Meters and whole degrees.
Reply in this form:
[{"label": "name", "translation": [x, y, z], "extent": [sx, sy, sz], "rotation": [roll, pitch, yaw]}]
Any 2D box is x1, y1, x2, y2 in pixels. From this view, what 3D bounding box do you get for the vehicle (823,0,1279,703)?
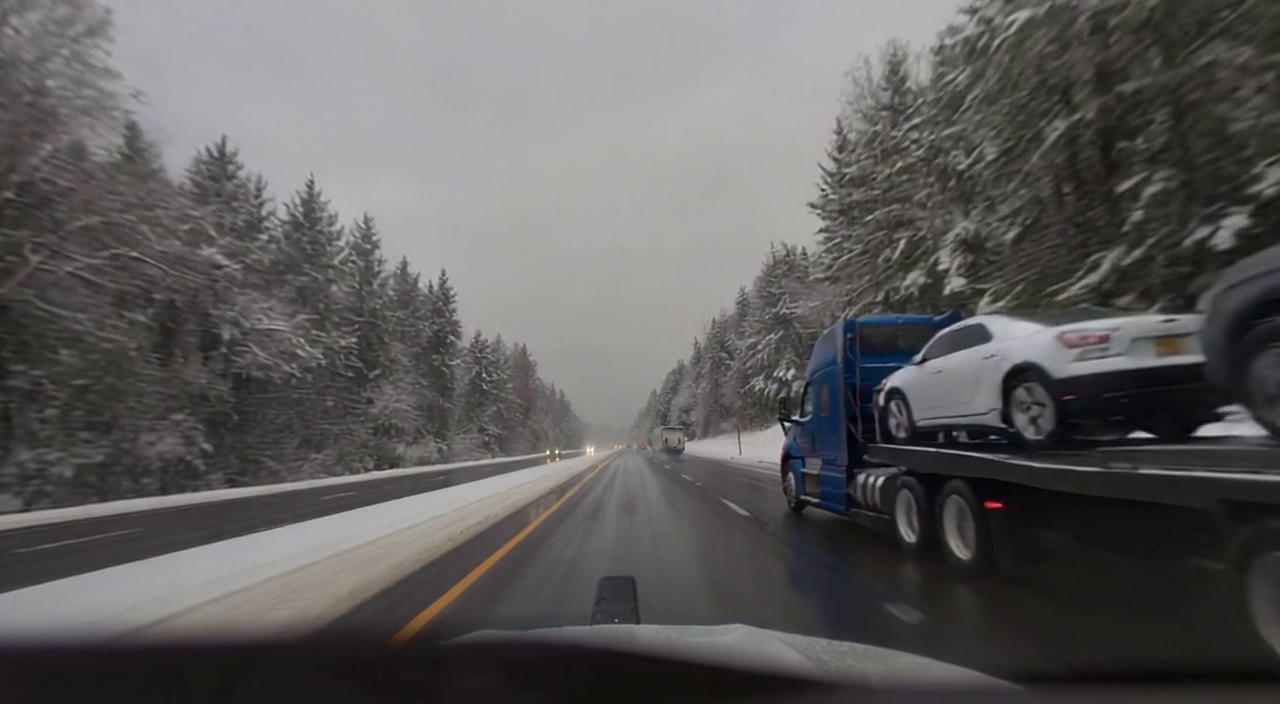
[{"label": "vehicle", "translation": [4.379, -0.398, 0.579], "extent": [2.846, 3.782, 16.985], "rotation": [0, -8, -2]}]
